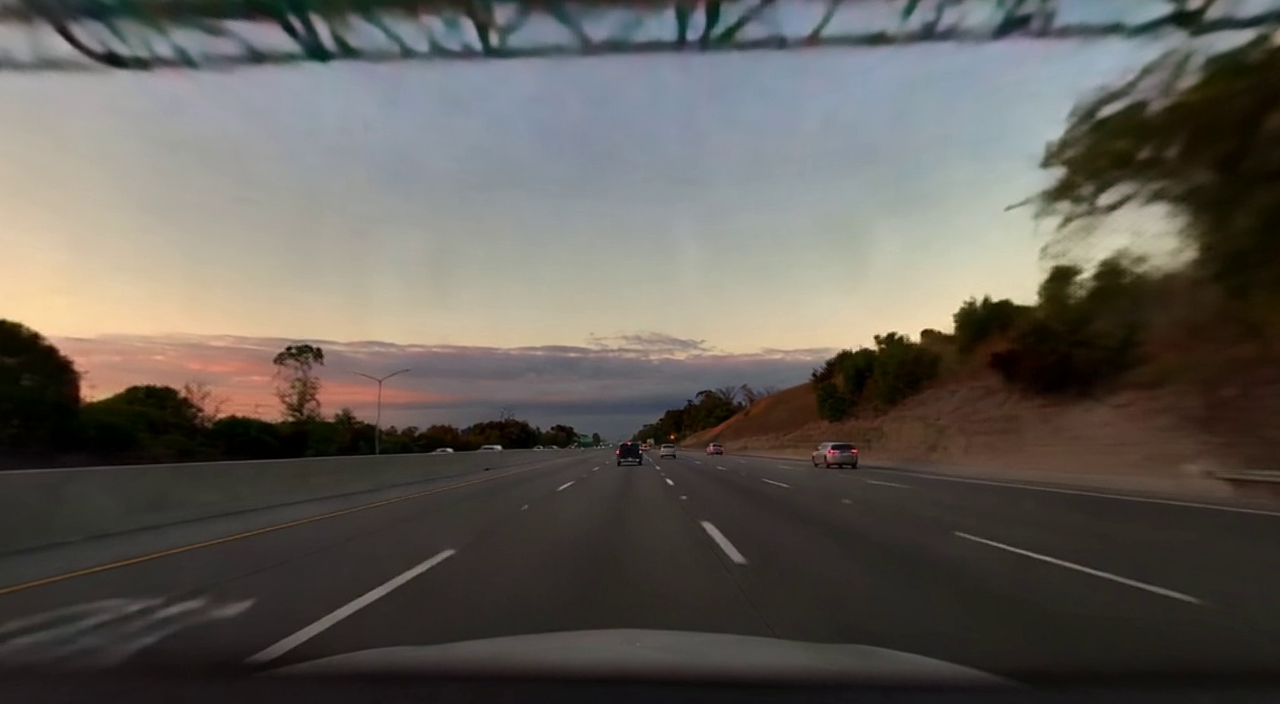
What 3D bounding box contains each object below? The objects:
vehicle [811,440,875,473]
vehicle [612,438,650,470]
[{"bbox_3d":[11.083,5.725,34.844,1.912,1.673,4.438,0,-8,-1],"label":"vehicle"},{"bbox_3d":[-0.590,6.024,37.491,2.121,1.739,4.087,0,-8,-2],"label":"vehicle"}]
